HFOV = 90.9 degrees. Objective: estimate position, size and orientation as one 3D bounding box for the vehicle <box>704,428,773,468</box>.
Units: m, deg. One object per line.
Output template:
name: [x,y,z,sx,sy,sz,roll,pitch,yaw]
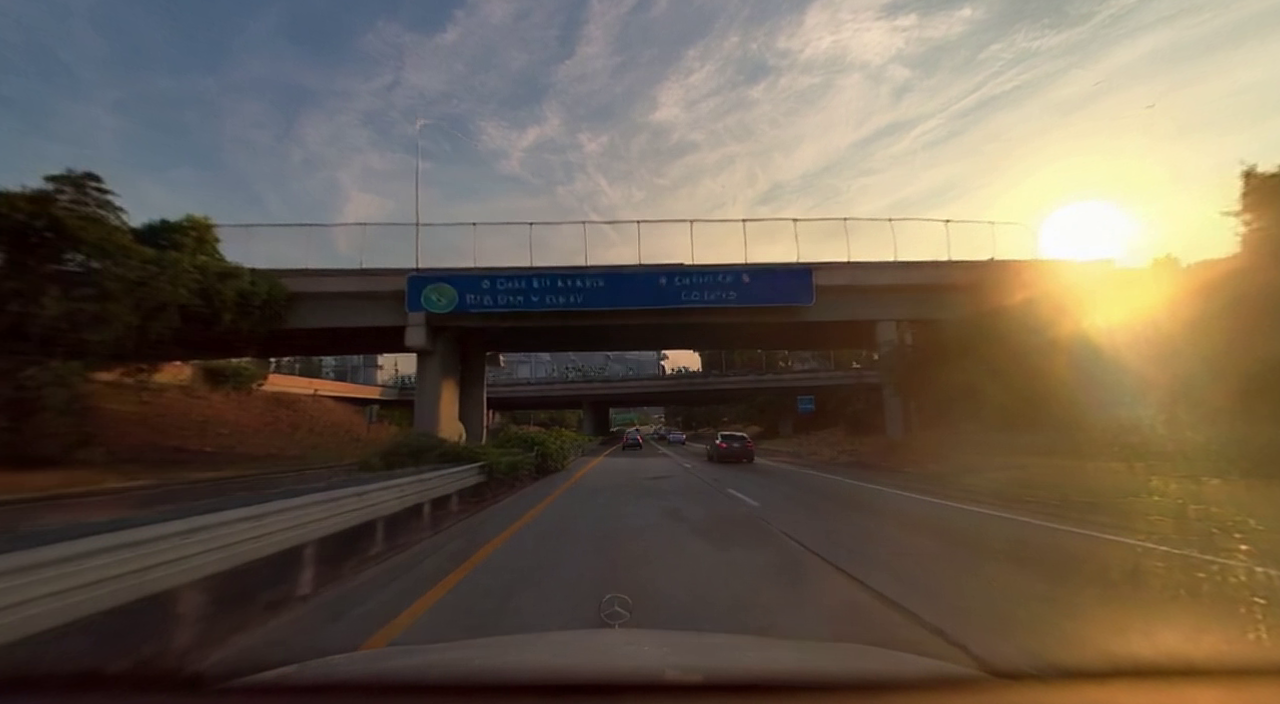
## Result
vehicle: [4.027,3.996,26.527,2.010,1.526,4.438,0,-8,-2]
